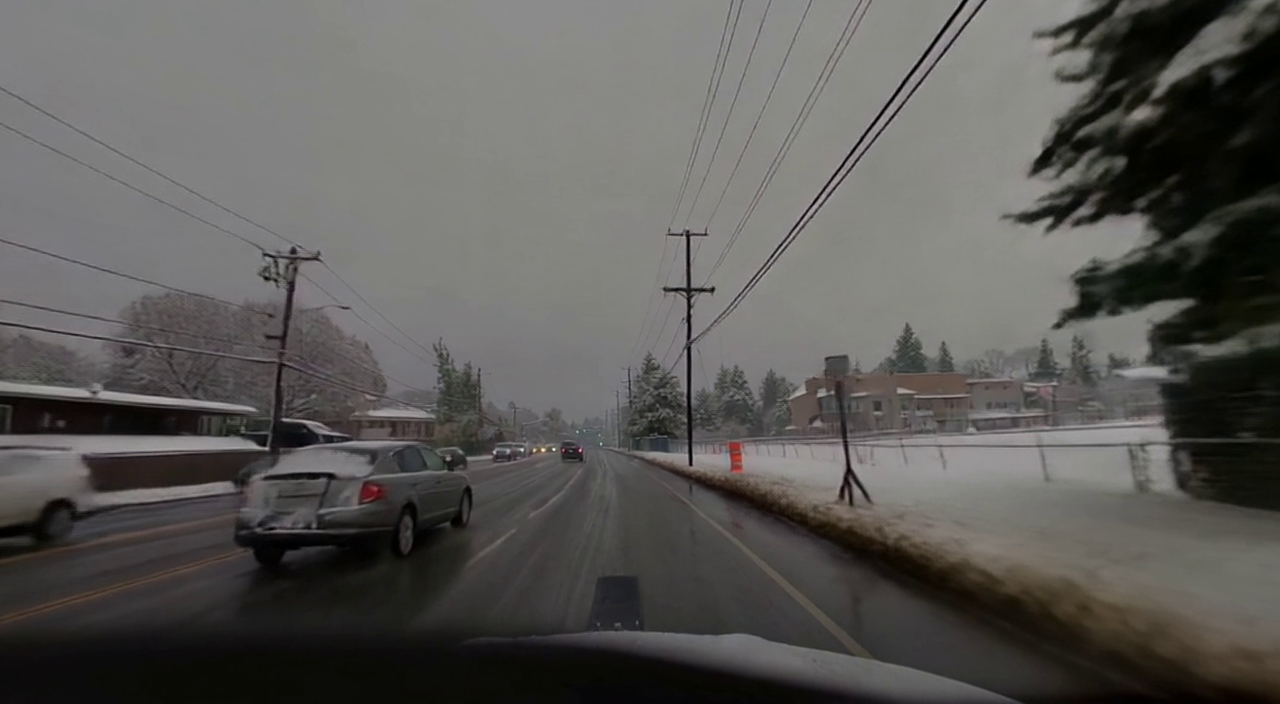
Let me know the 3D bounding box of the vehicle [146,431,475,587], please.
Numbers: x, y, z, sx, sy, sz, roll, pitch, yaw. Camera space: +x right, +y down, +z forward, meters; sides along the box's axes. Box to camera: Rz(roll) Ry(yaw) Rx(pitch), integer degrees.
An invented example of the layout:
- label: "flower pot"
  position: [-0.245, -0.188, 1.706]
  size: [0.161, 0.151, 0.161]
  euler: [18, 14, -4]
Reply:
- label: "vehicle"
  position: [-3.816, 1.857, 8.451]
  size: [2.020, 1.489, 4.469]
  euler: [1, -8, 0]
